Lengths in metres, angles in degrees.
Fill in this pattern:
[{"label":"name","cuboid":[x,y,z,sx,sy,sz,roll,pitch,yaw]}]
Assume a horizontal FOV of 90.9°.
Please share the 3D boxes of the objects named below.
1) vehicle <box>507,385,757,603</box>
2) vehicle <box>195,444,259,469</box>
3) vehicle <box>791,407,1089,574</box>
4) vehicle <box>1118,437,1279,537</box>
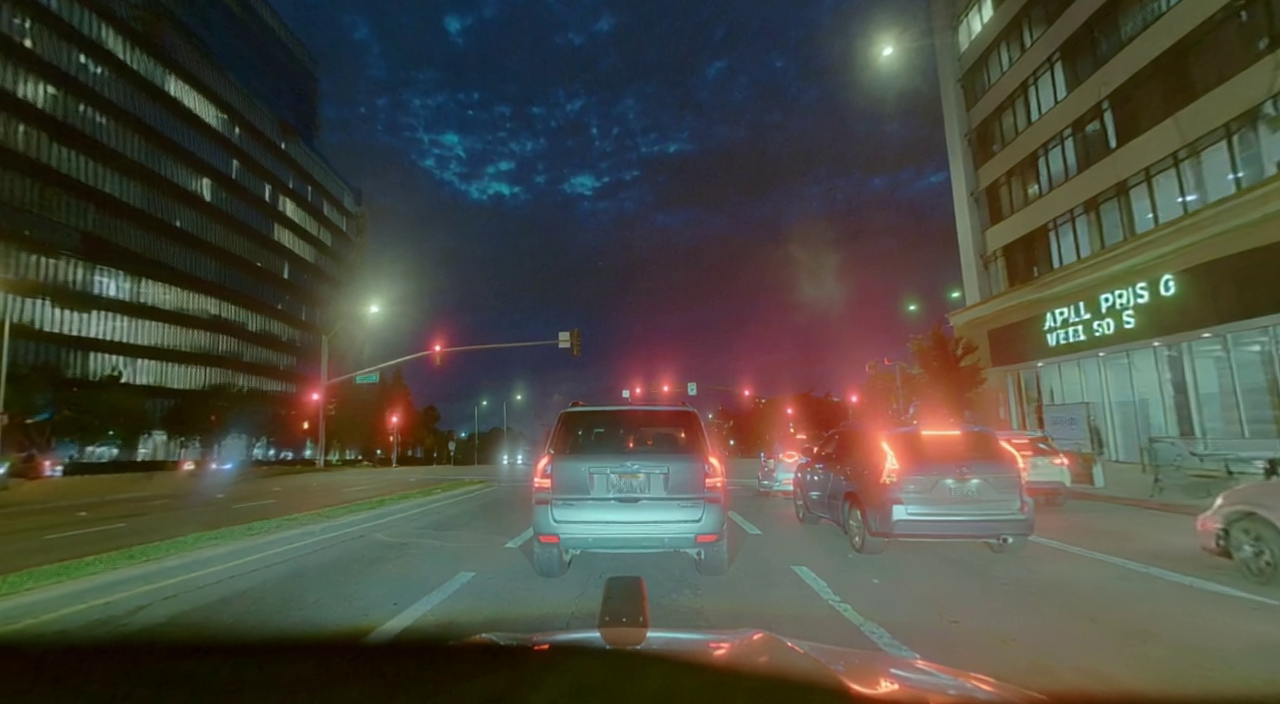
[{"label":"vehicle","cuboid":[0.020,1.540,7.682,2.154,1.861,4.280,0,-8,3]},{"label":"vehicle","cuboid":[-27.357,6.884,41.906,1.693,1.563,3.716,0,-8,0]},{"label":"vehicle","cuboid":[3.642,1.762,8.788,2.036,1.719,4.318,0,-8,0]},{"label":"vehicle","cuboid":[10.419,2.128,10.227,1.815,1.468,4.534,0,-8,1]}]
